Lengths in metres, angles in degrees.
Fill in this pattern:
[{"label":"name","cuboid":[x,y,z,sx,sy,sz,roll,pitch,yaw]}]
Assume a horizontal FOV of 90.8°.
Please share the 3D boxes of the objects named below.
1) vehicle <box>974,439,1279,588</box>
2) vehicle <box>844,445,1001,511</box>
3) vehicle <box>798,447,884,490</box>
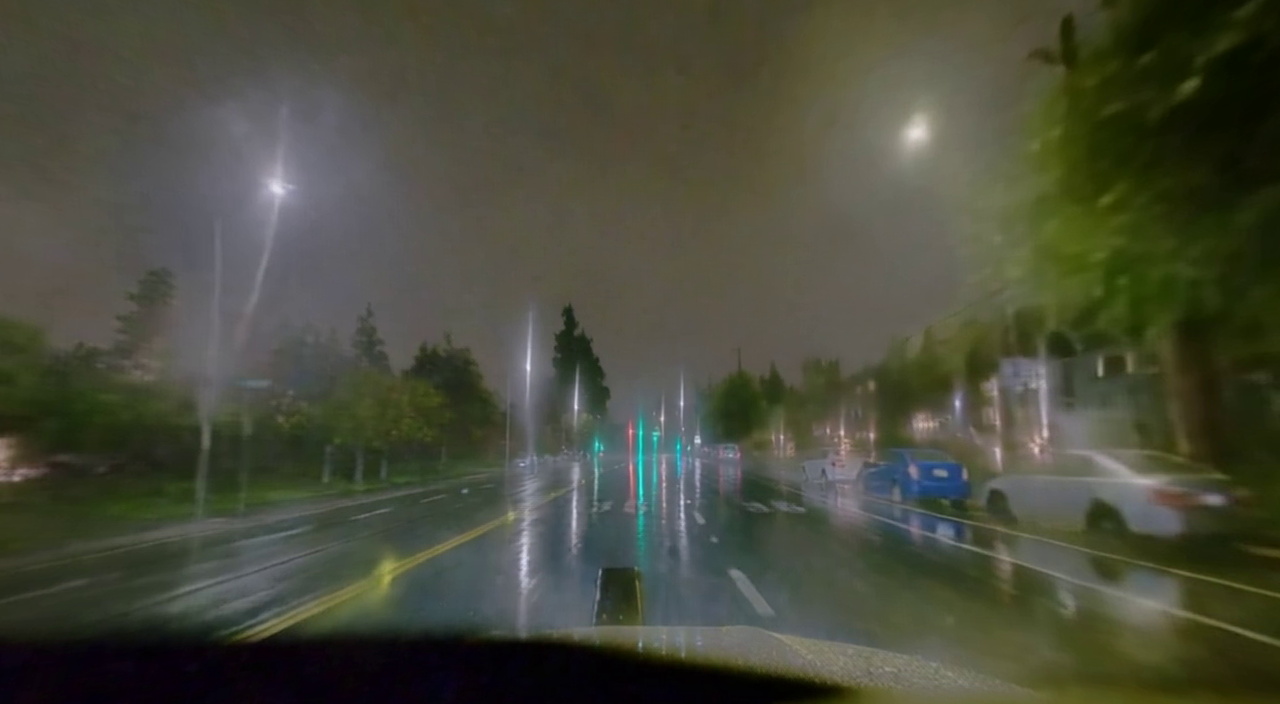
[{"label":"vehicle","cuboid":[6.893,1.991,8.789,1.940,1.481,4.650,0,-9,0]},{"label":"vehicle","cuboid":[7.051,3.168,16.423,2.001,1.454,4.494,0,-9,0]},{"label":"vehicle","cuboid":[7.253,4.218,23.270,1.854,1.425,4.316,-1,-9,2]}]
